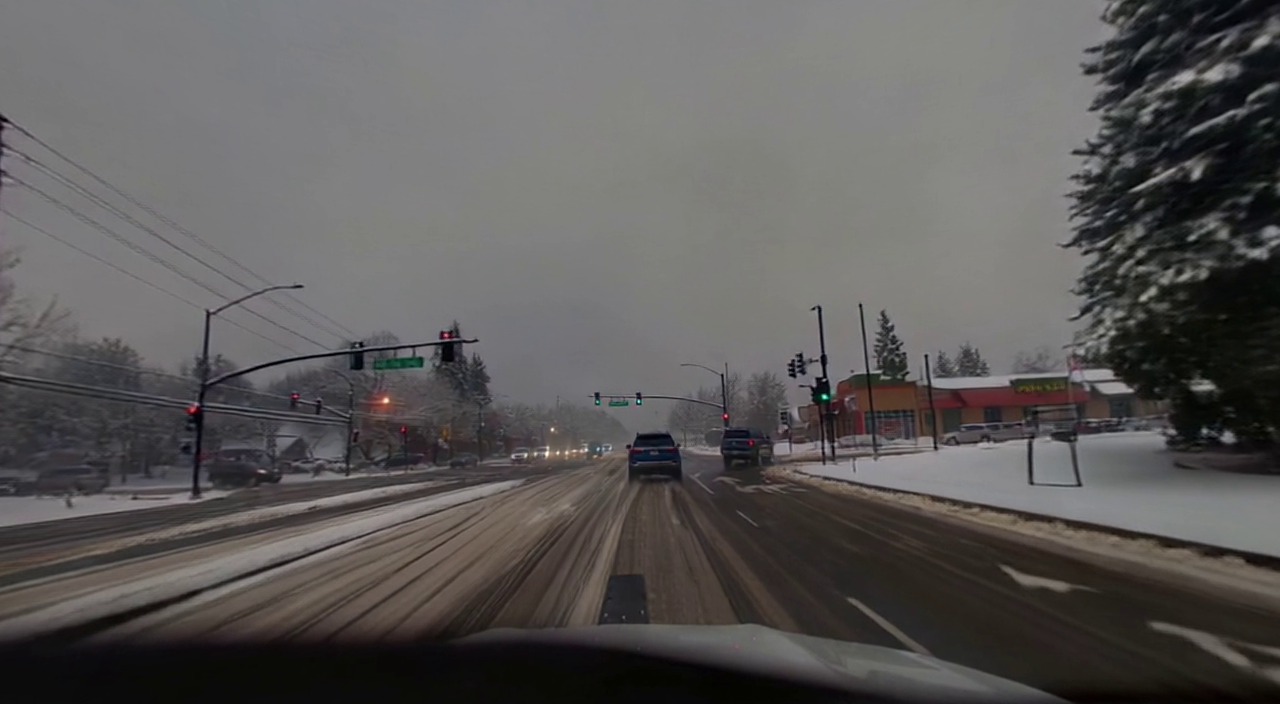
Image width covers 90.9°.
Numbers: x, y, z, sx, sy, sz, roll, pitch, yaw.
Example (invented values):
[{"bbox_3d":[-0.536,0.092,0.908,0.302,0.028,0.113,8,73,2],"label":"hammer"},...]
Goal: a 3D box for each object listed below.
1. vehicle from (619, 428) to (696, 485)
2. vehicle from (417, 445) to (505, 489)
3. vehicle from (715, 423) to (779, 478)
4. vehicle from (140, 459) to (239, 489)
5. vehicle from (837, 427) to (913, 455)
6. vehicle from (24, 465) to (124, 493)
[{"bbox_3d":[0.565,3.803,23.272,2.513,1.854,5.235,0,-8,0],"label":"vehicle"},{"bbox_3d":[-6.535,4.223,23.630,1.966,1.461,4.422,0,-8,0],"label":"vehicle"},{"bbox_3d":[4.677,4.294,27.727,2.452,2.148,5.877,-1,-8,9],"label":"vehicle"},{"bbox_3d":[-29.707,8.037,41.695,4.890,1.806,2.205,0,-8,2],"label":"vehicle"},{"bbox_3d":[15.331,5.813,41.186,4.386,1.760,2.228,4,-9,-29],"label":"vehicle"},{"bbox_3d":[-37.698,8.428,42.064,4.839,1.742,1.993,-1,-8,4],"label":"vehicle"}]
